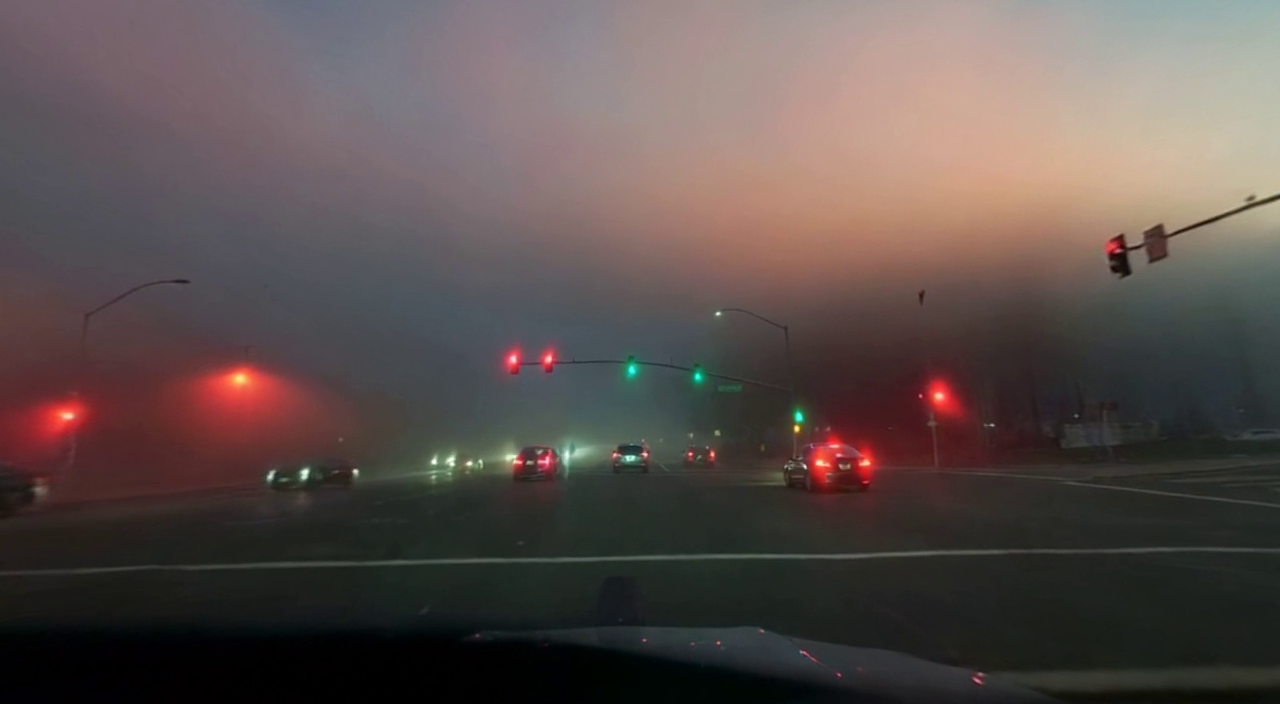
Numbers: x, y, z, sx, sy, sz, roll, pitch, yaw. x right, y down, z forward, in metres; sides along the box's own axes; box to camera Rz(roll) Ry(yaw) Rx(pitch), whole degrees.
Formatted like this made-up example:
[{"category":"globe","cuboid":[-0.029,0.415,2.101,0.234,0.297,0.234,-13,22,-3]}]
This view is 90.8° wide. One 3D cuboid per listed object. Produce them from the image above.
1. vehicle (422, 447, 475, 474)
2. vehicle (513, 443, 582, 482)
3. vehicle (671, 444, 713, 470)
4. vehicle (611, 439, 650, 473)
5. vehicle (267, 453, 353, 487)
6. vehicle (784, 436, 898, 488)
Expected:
[{"category":"vehicle","cuboid":[-12.233,6.916,40.643,1.975,1.450,4.561,-5,-8,-1]},{"category":"vehicle","cuboid":[-3.771,4.570,26.480,2.163,1.474,4.413,0,-8,1]},{"category":"vehicle","cuboid":[3.058,6.275,37.932,2.014,1.430,4.103,0,-8,-2]},{"category":"vehicle","cuboid":[-0.490,5.586,34.272,2.008,1.716,4.125,0,-8,0]},{"category":"vehicle","cuboid":[-15.834,5.653,30.590,1.893,1.429,4.188,0,-8,1]},{"category":"vehicle","cuboid":[6.234,3.455,20.272,2.028,1.451,4.625,0,-8,-1]}]
